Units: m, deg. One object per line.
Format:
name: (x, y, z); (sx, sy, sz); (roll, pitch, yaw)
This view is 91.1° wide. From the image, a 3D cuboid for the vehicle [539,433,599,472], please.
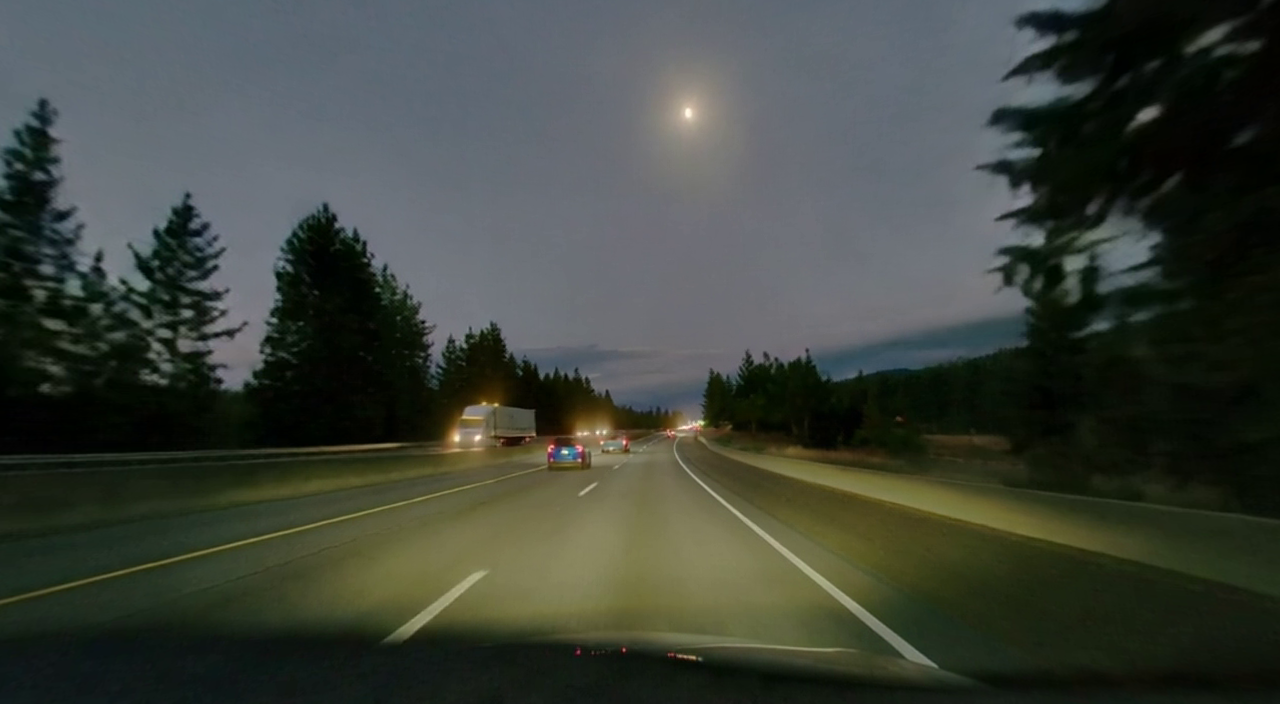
vehicle: (-3.082, 4.534, 28.436); (2.053, 1.589, 4.671); (-1, -9, 2)
